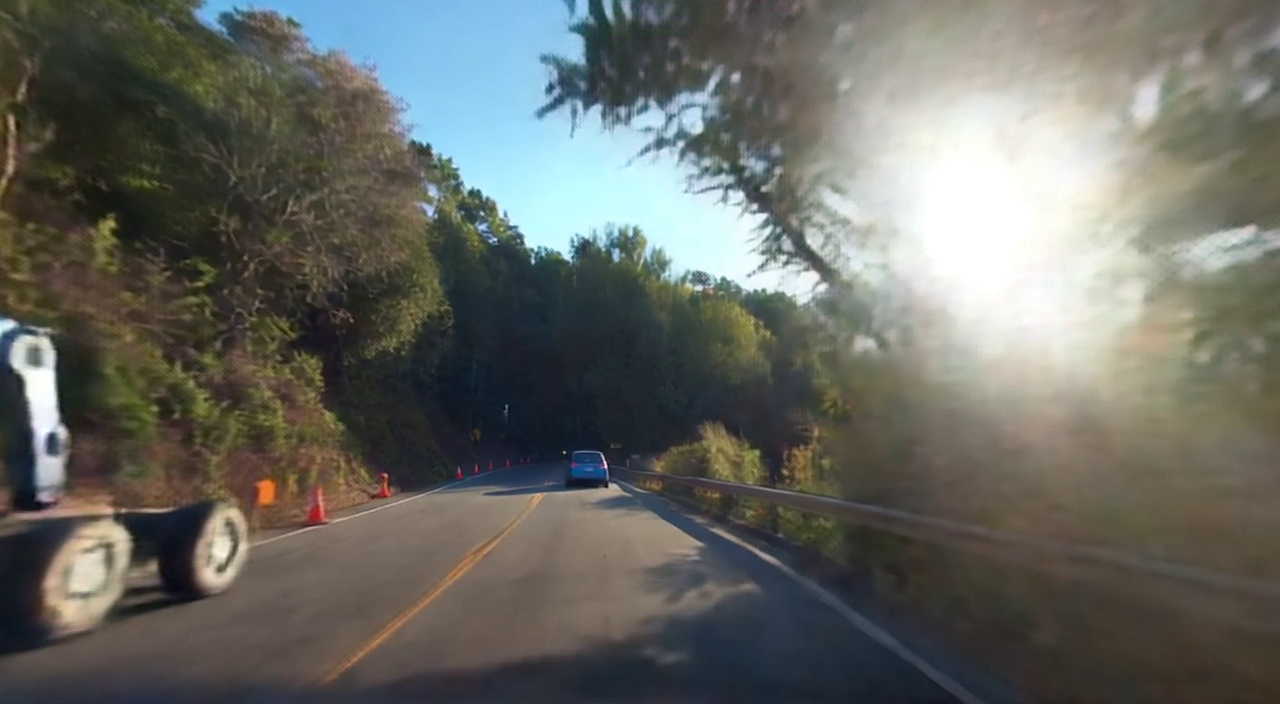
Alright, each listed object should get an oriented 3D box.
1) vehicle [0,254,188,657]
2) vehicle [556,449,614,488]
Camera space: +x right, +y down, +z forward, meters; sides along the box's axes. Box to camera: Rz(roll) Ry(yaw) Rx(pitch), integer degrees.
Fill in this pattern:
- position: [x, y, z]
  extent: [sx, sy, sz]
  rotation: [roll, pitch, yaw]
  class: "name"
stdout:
- position: [-5.316, 0.594, 3.570]
  extent: [2.257, 2.597, 4.069]
  rotation: [0, -8, 2]
  class: "vehicle"
- position: [-2.470, 4.966, 27.264]
  extent: [2.259, 1.503, 4.075]
  rotation: [1, -9, -8]
  class: "vehicle"
